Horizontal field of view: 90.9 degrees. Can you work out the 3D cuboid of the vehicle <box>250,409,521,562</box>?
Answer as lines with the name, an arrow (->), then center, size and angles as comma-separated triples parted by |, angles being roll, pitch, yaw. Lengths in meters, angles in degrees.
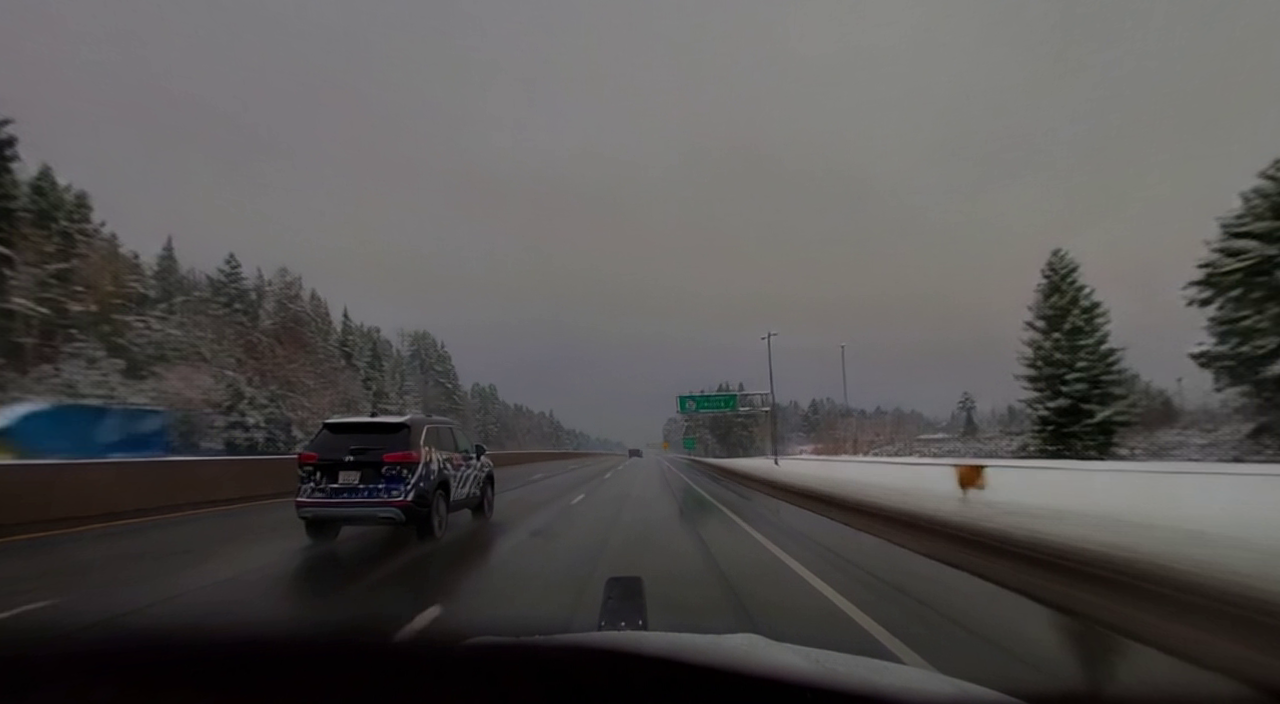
vehicle -> -3.502, 1.942, 9.970 | 2.183, 1.803, 4.685 | 0, -8, 2

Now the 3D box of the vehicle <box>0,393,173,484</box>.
vehicle -> -28.645, 4.269, 30.878 | 2.942, 3.811, 11.015 | 0, -8, 1
